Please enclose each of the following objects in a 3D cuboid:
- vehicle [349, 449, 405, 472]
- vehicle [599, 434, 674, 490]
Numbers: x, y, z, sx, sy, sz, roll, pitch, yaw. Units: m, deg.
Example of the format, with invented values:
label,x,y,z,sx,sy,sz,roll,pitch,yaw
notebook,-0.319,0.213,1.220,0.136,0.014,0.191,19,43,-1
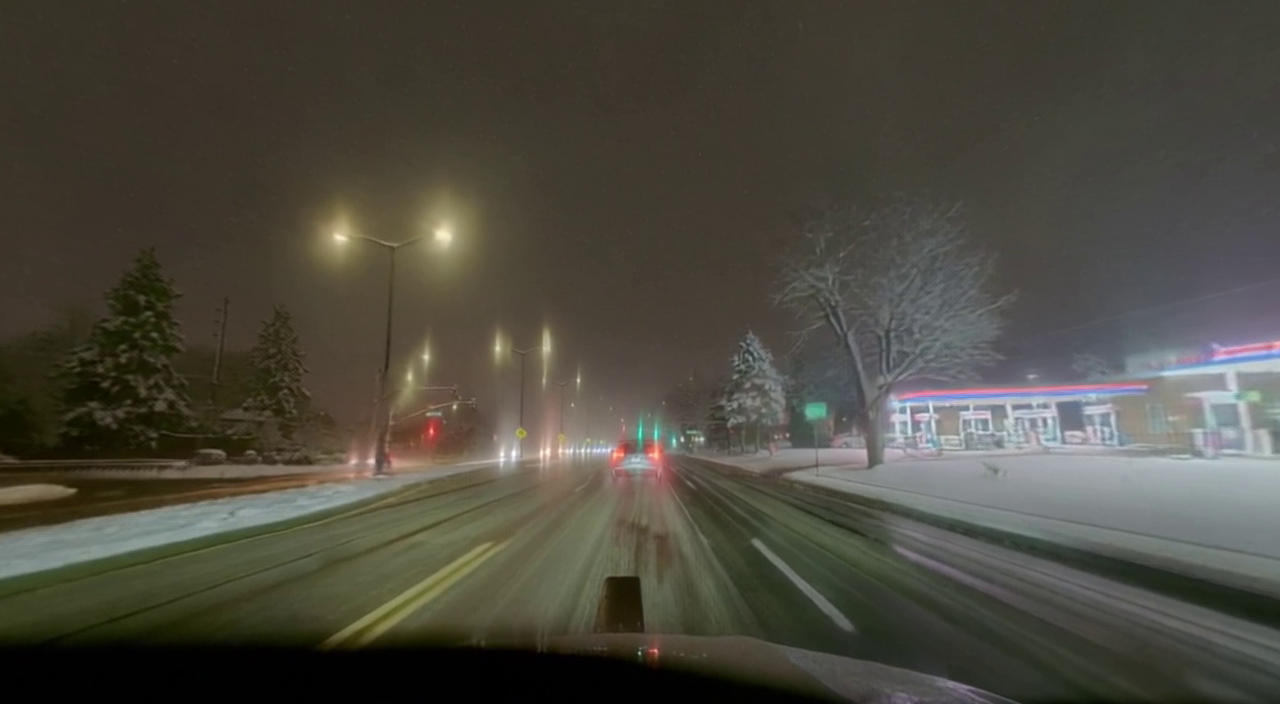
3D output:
label,x,y,z,sx,sy,sz,roll,pitch,yaw
vehicle,-19.002,7.815,45.673,1.940,1.525,4.654,0,-8,1
vehicle,-0.073,3.373,19.603,2.062,1.519,4.214,0,-8,0
